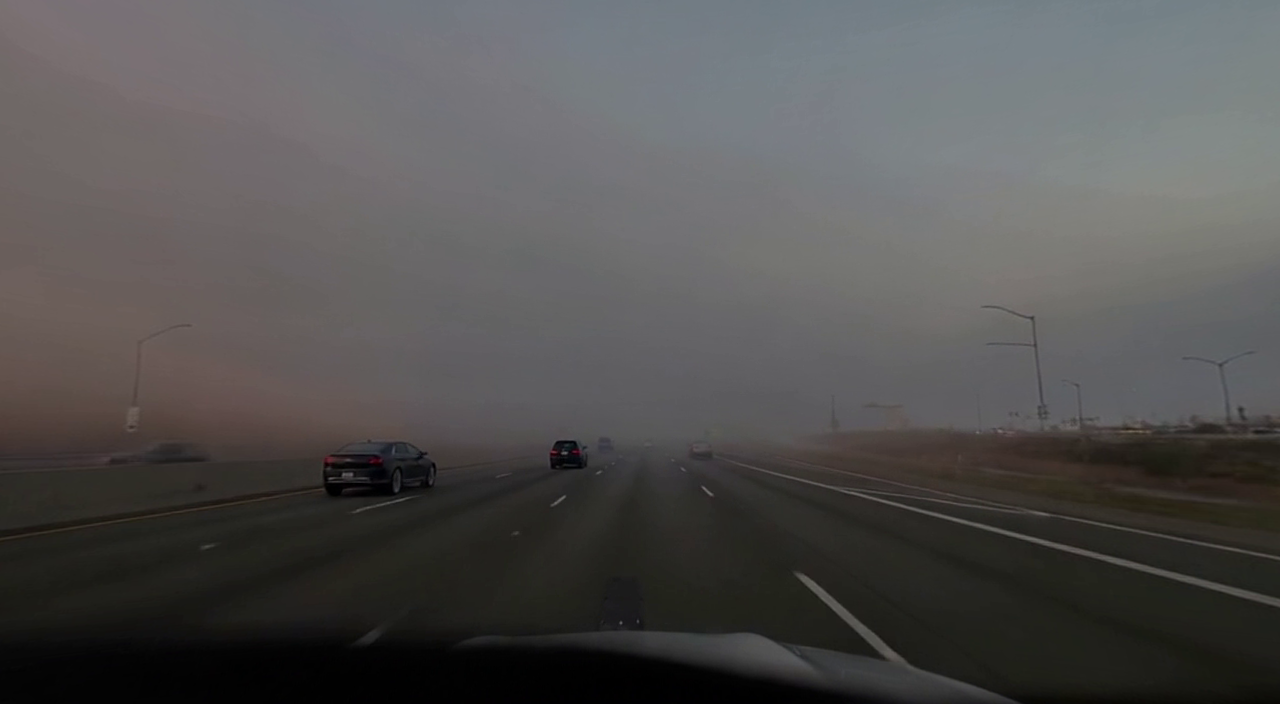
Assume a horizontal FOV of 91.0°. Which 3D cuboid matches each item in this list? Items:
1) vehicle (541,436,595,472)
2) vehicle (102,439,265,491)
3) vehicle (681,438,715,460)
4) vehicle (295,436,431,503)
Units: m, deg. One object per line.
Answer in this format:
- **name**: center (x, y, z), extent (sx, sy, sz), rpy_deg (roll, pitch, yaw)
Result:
- **vehicle**: center (-3.341, 4.856, 30.114), extent (2.001, 1.577, 4.055), rpy_deg (0, -9, 1)
- **vehicle**: center (-15.445, 3.832, 21.729), extent (1.928, 1.549, 4.799), rpy_deg (0, -9, 2)
- **vehicle**: center (4.254, 7.252, 46.903), extent (2.135, 1.532, 4.506), rpy_deg (0, -9, 0)
- **vehicle**: center (-7.058, 3.017, 16.514), extent (1.865, 1.518, 3.620), rpy_deg (0, -9, 1)
